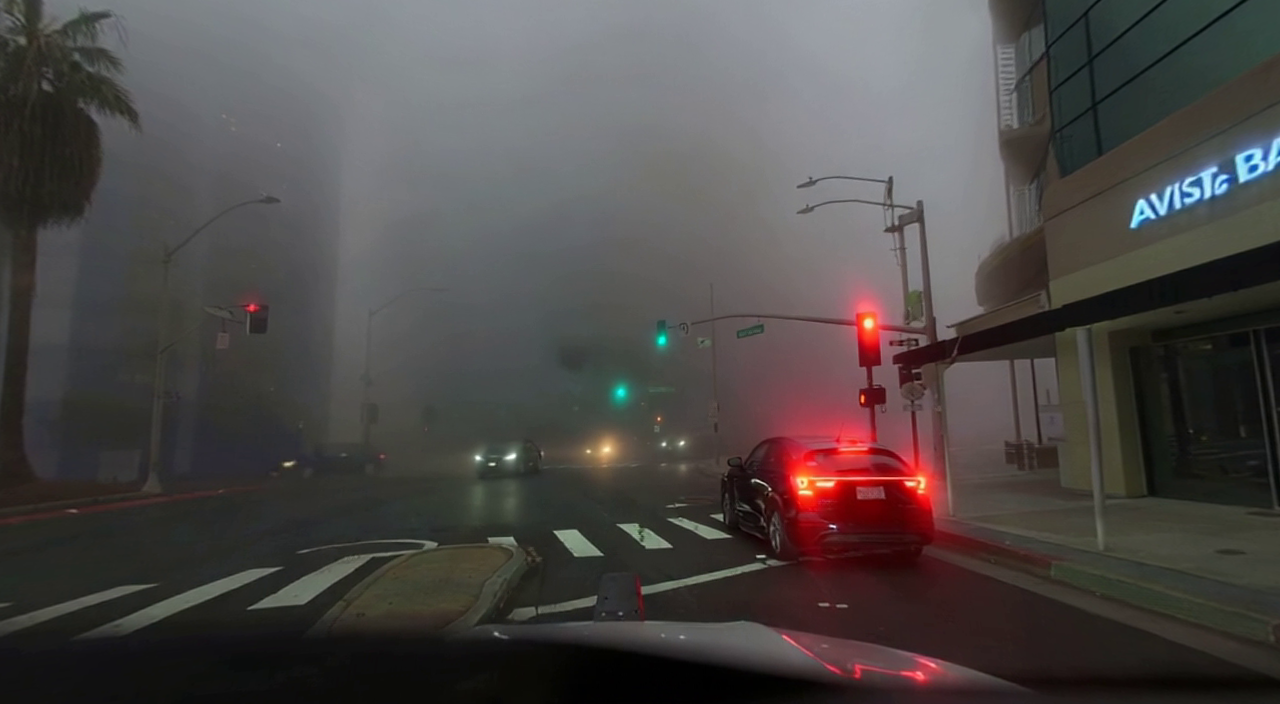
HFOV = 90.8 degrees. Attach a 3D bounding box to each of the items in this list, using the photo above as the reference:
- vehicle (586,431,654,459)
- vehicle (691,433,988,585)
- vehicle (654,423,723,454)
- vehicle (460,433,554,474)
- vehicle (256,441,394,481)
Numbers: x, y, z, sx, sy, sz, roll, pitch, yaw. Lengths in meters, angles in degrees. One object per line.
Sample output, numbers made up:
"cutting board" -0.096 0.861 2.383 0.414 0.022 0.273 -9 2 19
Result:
"vehicle" -1.315 6.510 44.104 2.029 1.822 5.090 -6 -10 36
"vehicle" 2.197 1.893 8.663 2.090 1.466 4.676 1 -8 -7
"vehicle" 3.422 5.973 43.251 2.190 1.964 5.614 -6 -10 34
"vehicle" -5.233 4.063 25.496 2.052 1.478 4.395 -2 -9 12
"vehicle" -13.130 4.532 26.654 1.896 1.492 4.808 -6 -10 34
